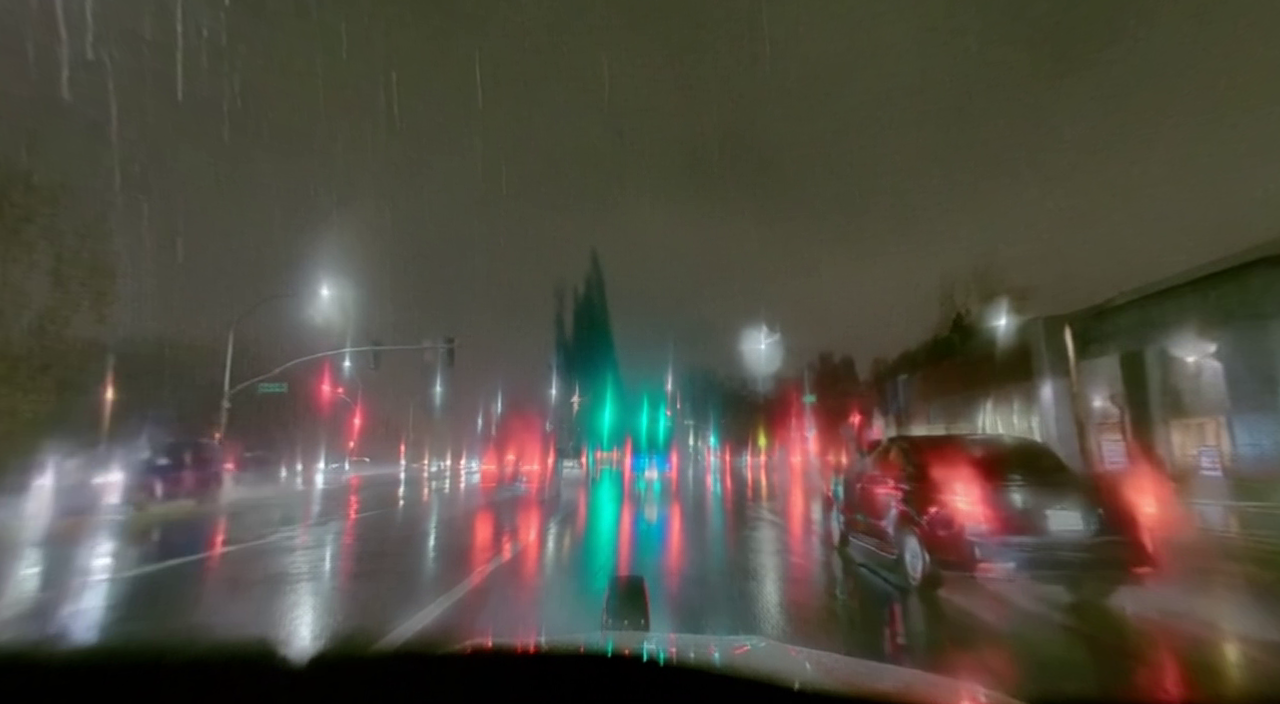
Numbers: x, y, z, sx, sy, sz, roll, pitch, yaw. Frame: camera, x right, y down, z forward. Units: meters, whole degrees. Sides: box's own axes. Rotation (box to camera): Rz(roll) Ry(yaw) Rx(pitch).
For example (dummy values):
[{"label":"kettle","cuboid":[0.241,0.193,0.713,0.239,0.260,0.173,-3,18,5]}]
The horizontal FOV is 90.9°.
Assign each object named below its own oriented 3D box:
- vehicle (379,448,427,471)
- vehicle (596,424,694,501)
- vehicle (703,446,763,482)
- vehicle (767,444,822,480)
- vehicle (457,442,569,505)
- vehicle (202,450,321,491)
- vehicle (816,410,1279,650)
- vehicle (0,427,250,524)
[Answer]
[{"label":"vehicle","cuboid":[-18.450,8.391,49.355,2.025,1.625,4.527,0,-8,0]},{"label":"vehicle","cuboid":[0.111,3.185,18.558,2.493,1.934,4.957,0,-8,0]},{"label":"vehicle","cuboid":[4.054,4.975,28.301,1.968,1.472,4.456,0,-8,0]},{"label":"vehicle","cuboid":[8.725,6.225,35.994,2.126,1.820,4.521,2,-8,2]},{"label":"vehicle","cuboid":[-3.239,3.179,17.041,1.986,1.465,4.509,0,-8,2]},{"label":"vehicle","cuboid":[-15.101,4.714,25.501,1.897,1.461,4.602,0,-8,1]},{"label":"vehicle","cuboid":[3.378,1.525,6.461,1.955,1.628,4.152,0,-8,0]},{"label":"vehicle","cuboid":[-11.742,2.732,14.589,2.150,1.838,4.981,0,-8,1]}]
